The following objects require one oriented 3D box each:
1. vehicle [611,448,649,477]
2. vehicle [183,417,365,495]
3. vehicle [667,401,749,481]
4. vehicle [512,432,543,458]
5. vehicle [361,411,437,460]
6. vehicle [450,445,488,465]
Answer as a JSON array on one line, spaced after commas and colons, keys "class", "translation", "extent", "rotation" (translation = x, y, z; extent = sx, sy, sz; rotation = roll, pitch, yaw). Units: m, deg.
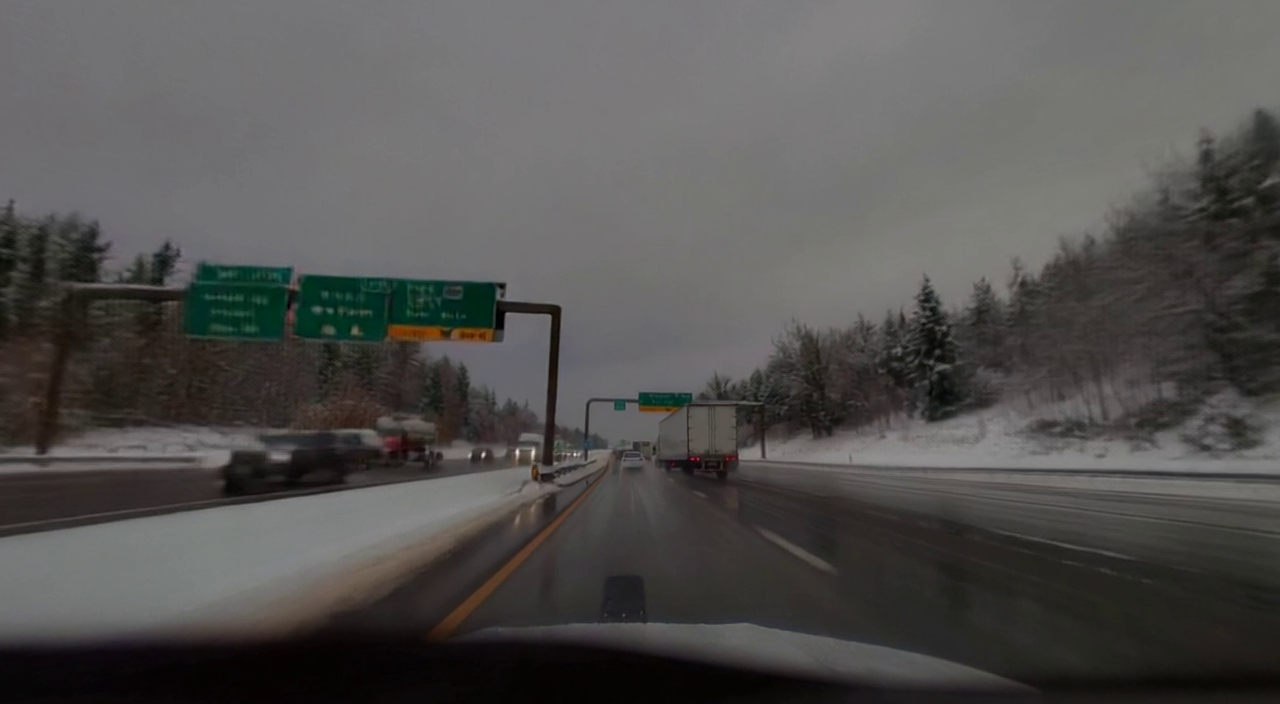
[{"class": "vehicle", "translation": [-0.638, 6.485, 37.104], "extent": [2.111, 1.599, 3.859], "rotation": [0, -9, -2]}, {"class": "vehicle", "translation": [-8.022, 2.341, 14.371], "extent": [2.005, 1.497, 4.075], "rotation": [1, -9, -6]}, {"class": "vehicle", "translation": [3.683, 5.460, 38.168], "extent": [2.931, 4.009, 12.800], "rotation": [0, -9, -3]}, {"class": "vehicle", "translation": [-8.293, 6.867, 46.612], "extent": [2.073, 1.806, 4.773], "rotation": [1, -9, -8]}, {"class": "vehicle", "translation": [-12.050, 4.281, 31.868], "extent": [2.161, 2.281, 4.072], "rotation": [0, -9, 1]}, {"class": "vehicle", "translation": [-12.802, 7.736, 47.284], "extent": [1.845, 1.441, 3.969], "rotation": [0, -9, -2]}]
